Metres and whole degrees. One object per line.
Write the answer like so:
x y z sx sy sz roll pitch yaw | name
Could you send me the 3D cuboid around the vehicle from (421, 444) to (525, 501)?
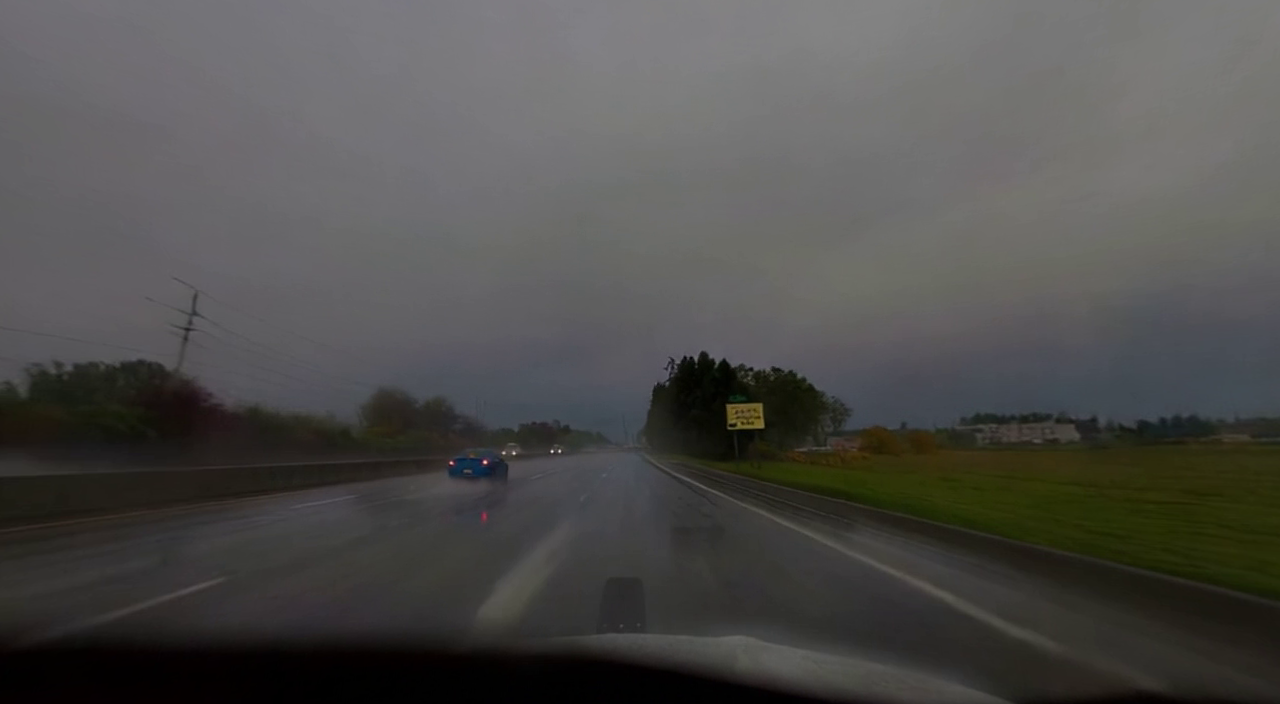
-4.976 3.640 19.428 2.121 1.537 3.852 0 -9 0 | vehicle
